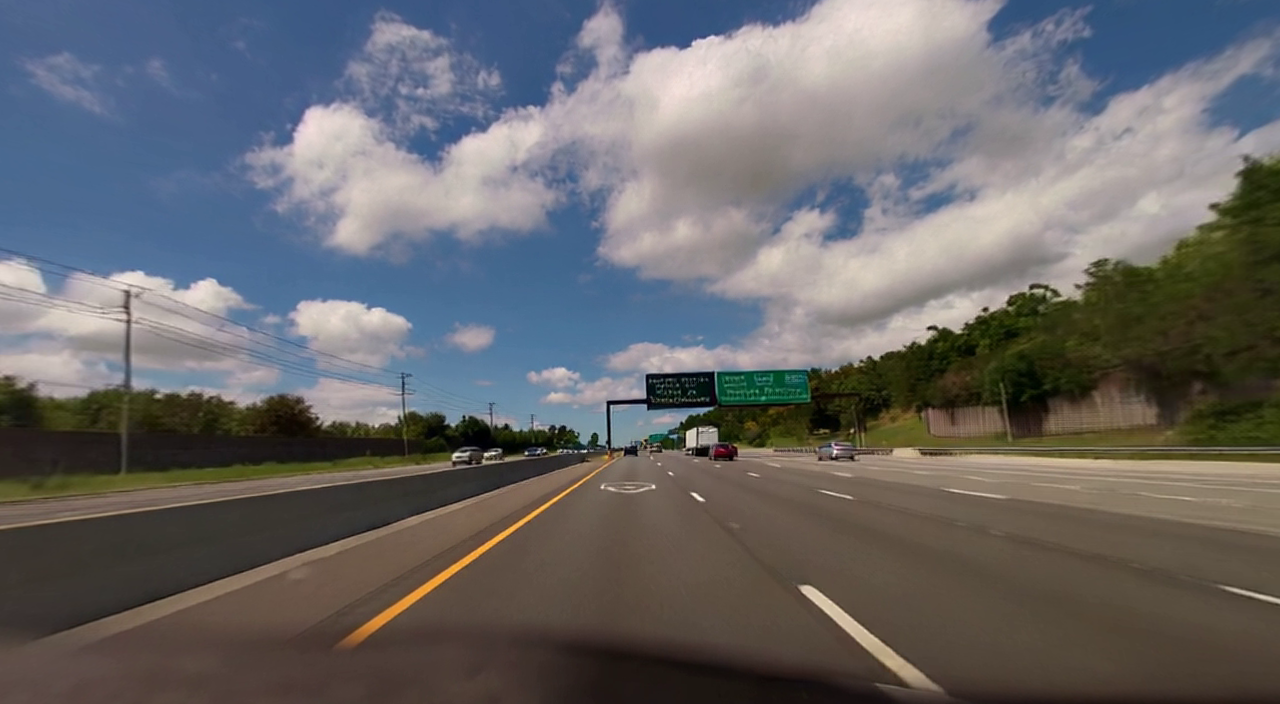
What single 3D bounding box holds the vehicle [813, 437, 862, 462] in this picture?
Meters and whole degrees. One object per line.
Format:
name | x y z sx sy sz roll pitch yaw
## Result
vehicle | 14.385 7.138 46.197 2.079 1.688 4.544 0 -8 0
